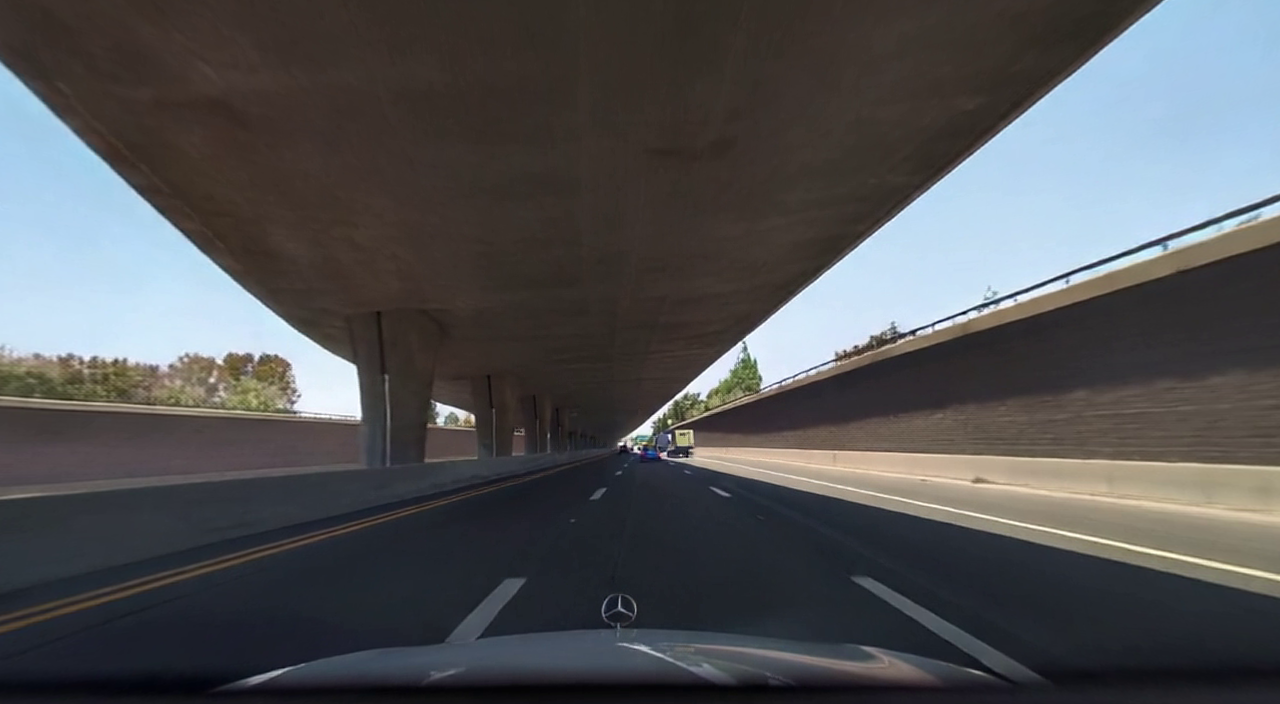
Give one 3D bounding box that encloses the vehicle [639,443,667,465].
[{"bbox_3d":[0.936,7.797,47.843,1.970,1.560,4.182,0,-9,-1],"label":"vehicle"}]
